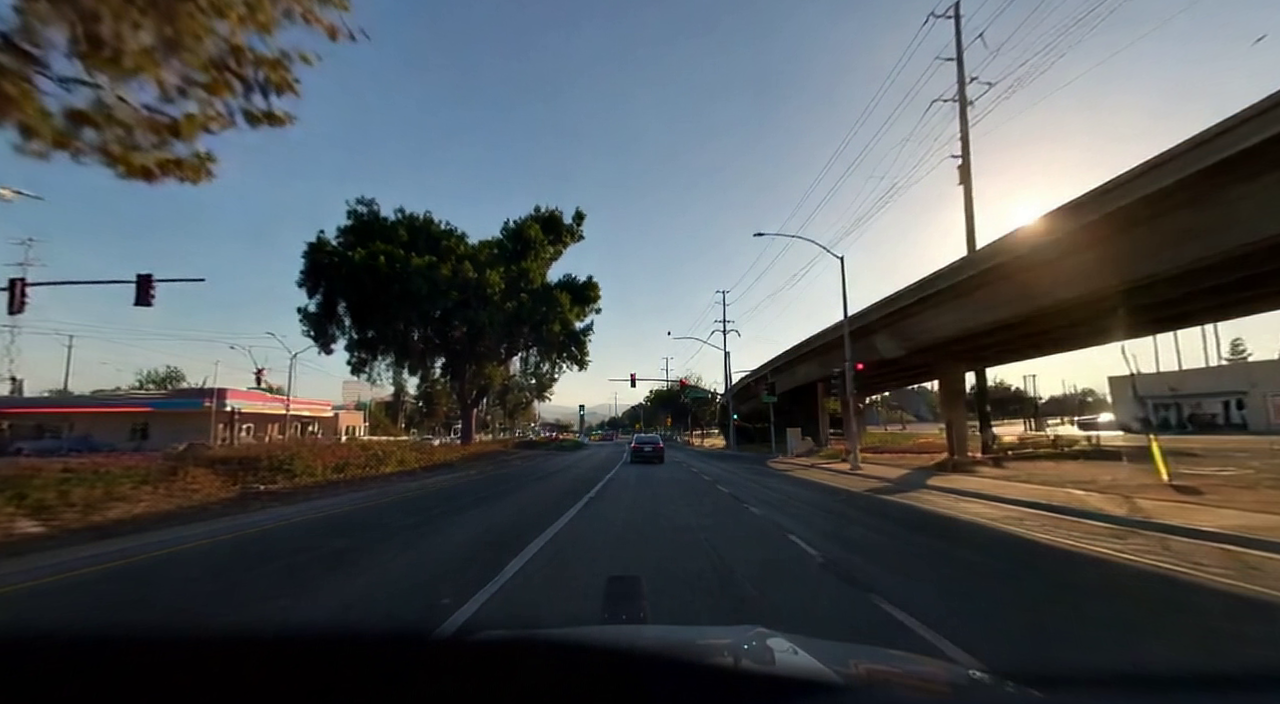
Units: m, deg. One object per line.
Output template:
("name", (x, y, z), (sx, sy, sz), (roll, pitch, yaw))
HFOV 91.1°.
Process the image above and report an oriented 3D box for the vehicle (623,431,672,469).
("vehicle", (0.261, 4.529, 29.090), (2.074, 1.631, 3.793), (0, -8, -2))
